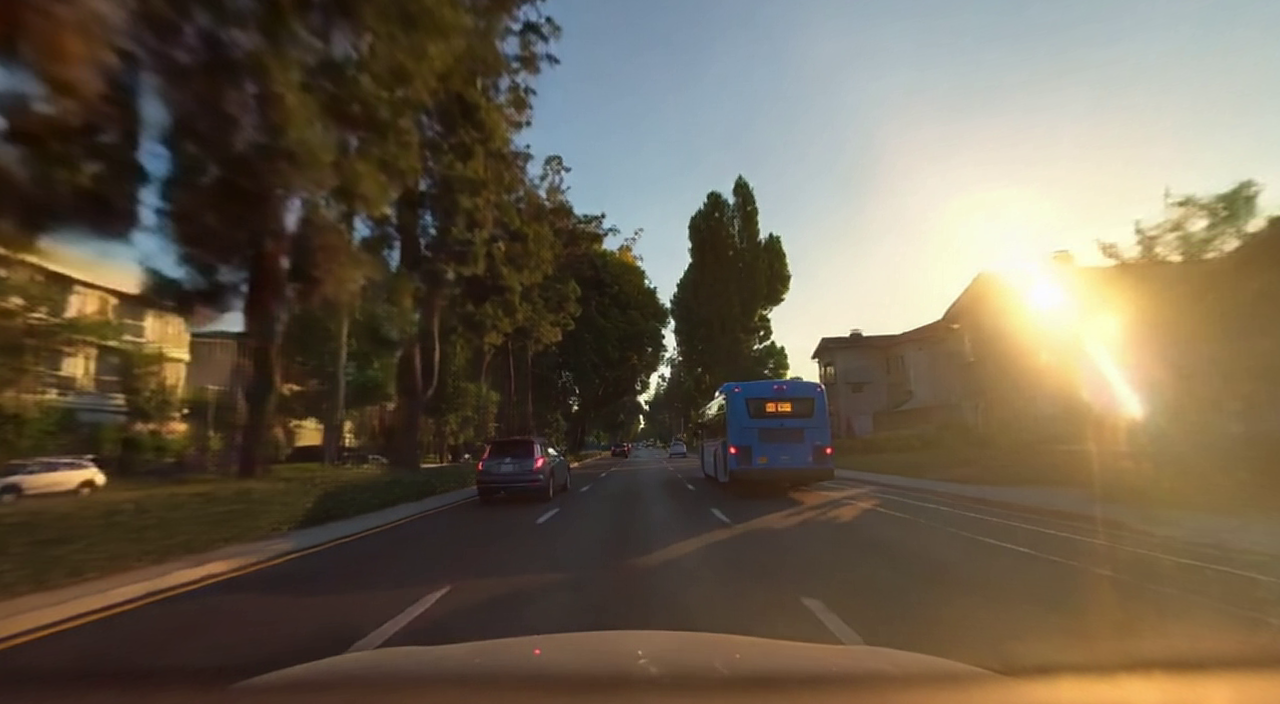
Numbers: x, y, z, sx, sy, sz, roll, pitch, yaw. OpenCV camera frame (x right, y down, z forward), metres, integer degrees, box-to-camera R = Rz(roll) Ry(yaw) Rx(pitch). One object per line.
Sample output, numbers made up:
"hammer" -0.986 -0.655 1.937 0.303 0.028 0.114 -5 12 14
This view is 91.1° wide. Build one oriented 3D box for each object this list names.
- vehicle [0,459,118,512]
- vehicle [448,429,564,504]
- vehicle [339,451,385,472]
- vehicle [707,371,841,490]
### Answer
"vehicle" -22.292 4.831 23.176 2.018 1.648 4.631 0 -8 -1
"vehicle" -3.472 3.071 17.275 2.111 1.767 4.333 0 -8 2
"vehicle" -22.009 8.700 49.869 1.781 1.553 3.896 0 -8 2
"vehicle" 4.360 3.094 23.788 3.072 3.278 12.747 -1 -8 4
